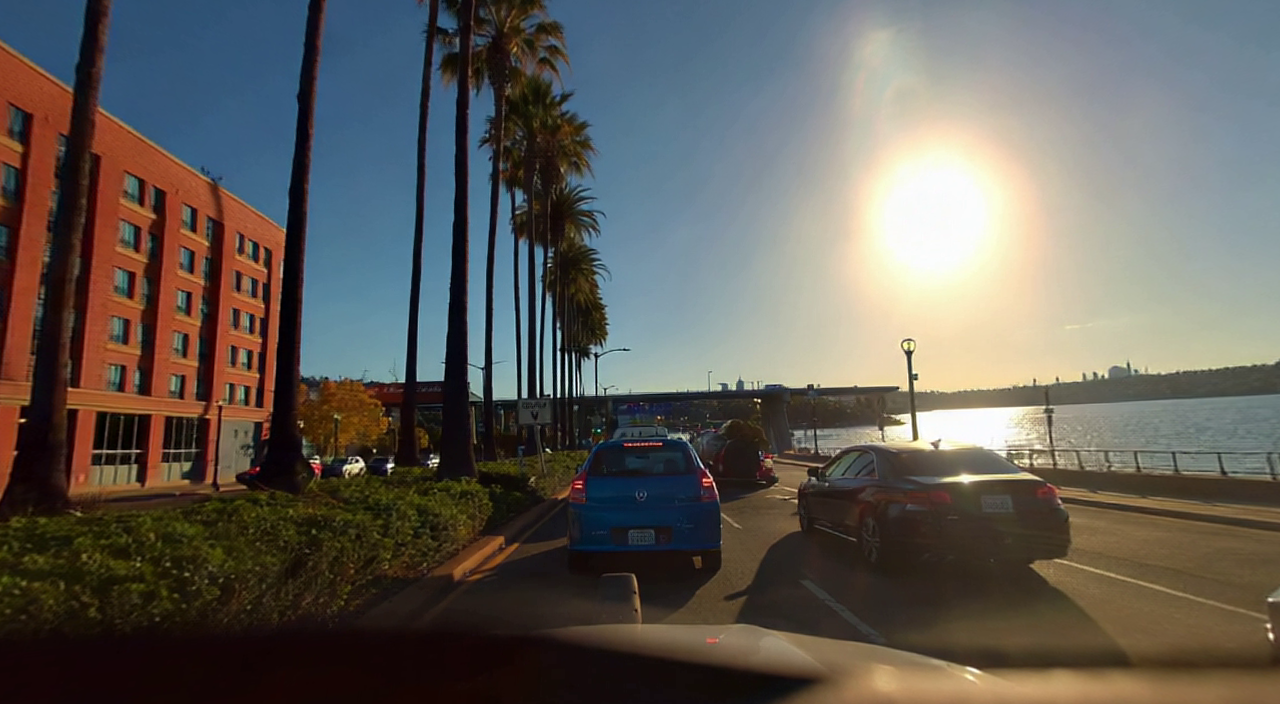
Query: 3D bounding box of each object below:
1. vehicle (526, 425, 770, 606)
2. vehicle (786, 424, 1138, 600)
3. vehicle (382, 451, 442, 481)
[{"bbox_3d":[0.063,1.662,7.246,2.048,1.503,3.681,0,-9,0],"label":"vehicle"},{"bbox_3d":[3.289,1.711,7.705,1.920,1.490,4.417,0,-9,-1],"label":"vehicle"},{"bbox_3d":[-14.937,7.480,41.662,2.104,1.802,4.852,-1,-8,1],"label":"vehicle"}]
